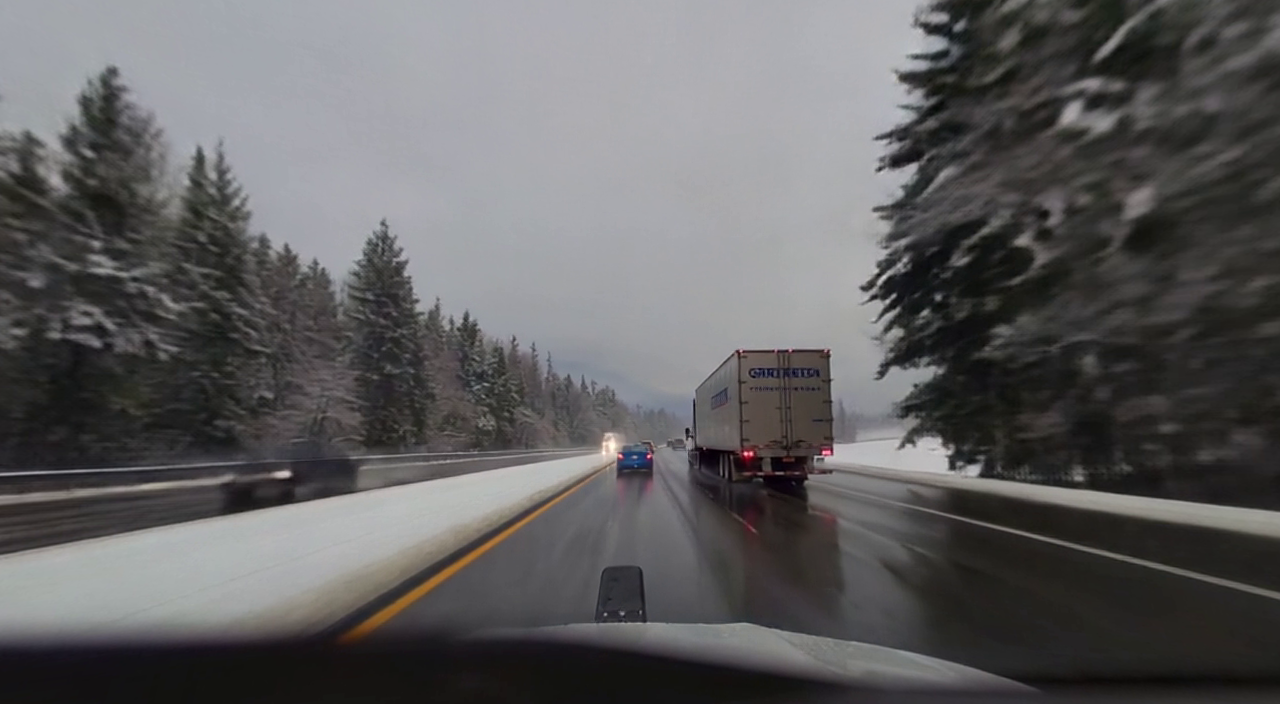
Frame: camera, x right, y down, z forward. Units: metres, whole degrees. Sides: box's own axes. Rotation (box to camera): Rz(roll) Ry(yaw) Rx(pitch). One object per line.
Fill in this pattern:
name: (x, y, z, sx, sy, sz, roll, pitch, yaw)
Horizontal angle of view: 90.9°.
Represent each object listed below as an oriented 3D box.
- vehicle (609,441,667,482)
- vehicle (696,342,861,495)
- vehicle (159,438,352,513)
vehicle: (-0.079, 4.241, 24.590, 2.074, 1.475, 3.960, 0, -9, 0)
vehicle: (4.298, 2.872, 24.012, 2.909, 4.074, 14.457, 0, -9, 0)
vehicle: (-9.142, 2.961, 15.571, 1.930, 1.549, 4.485, 0, -9, 0)
